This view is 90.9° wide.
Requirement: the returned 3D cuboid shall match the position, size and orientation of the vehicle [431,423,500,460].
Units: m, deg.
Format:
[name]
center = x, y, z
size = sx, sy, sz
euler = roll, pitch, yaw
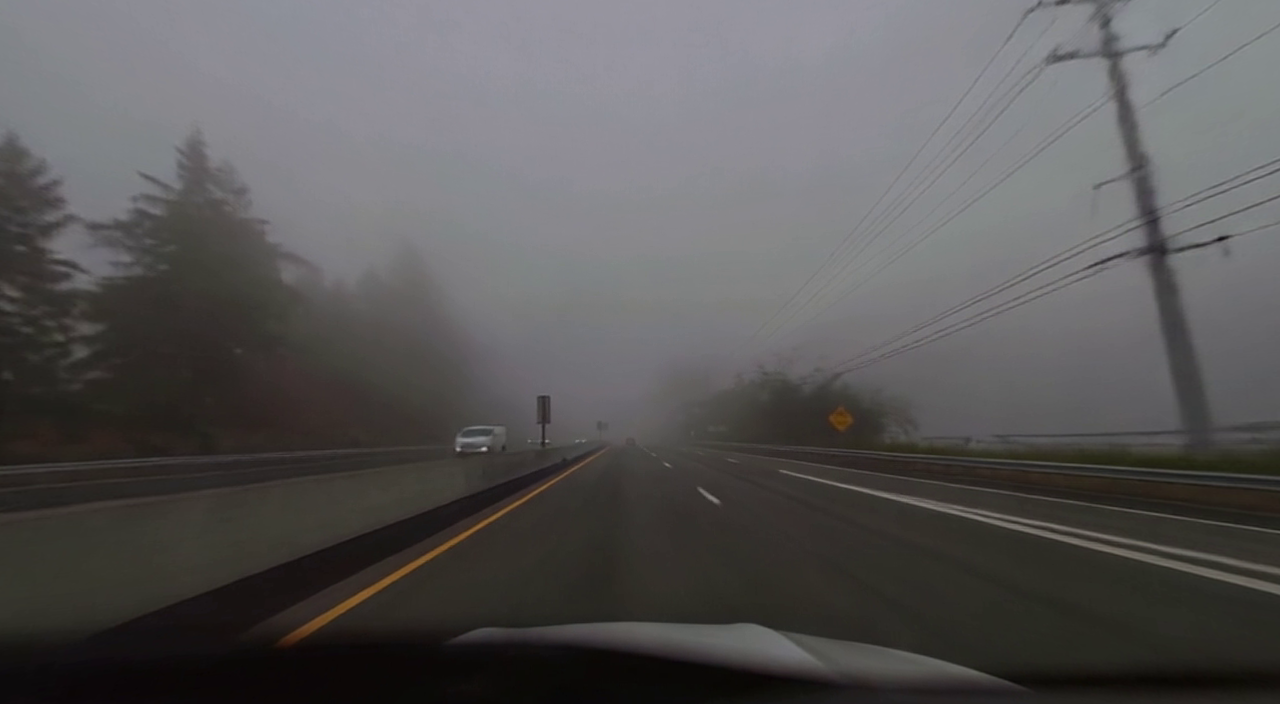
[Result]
[vehicle]
center = -9.633, 5.004, 35.312
size = 2.266, 1.864, 5.731
euler = 0, -8, 0
